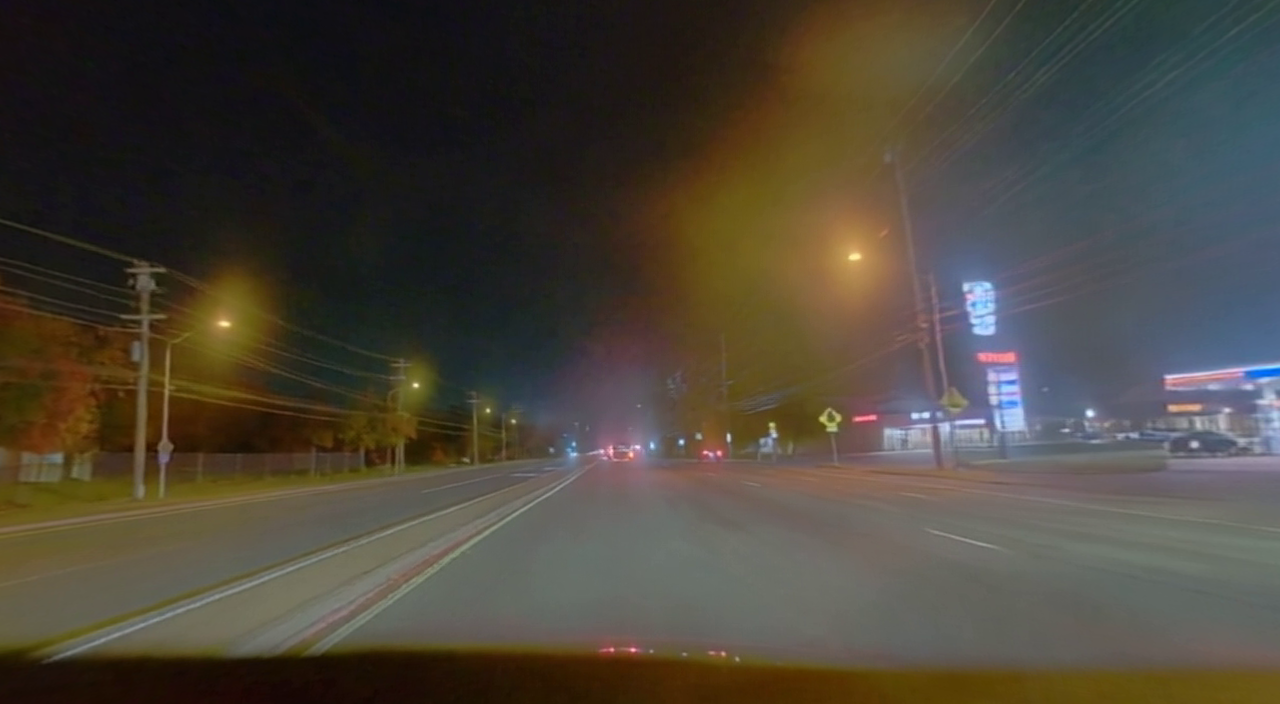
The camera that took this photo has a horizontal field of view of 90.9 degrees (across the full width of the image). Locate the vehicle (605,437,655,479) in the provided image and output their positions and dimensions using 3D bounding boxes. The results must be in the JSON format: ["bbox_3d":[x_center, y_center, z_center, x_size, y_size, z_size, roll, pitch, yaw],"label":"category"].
[{"bbox_3d":[-0.571,5.084,30.531,2.141,1.842,4.889,0,-8,-4],"label":"vehicle"}]

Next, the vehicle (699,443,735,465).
[{"bbox_3d":[5.318,7.070,43.849,1.760,1.481,4.161,0,-8,-3],"label":"vehicle"}]
